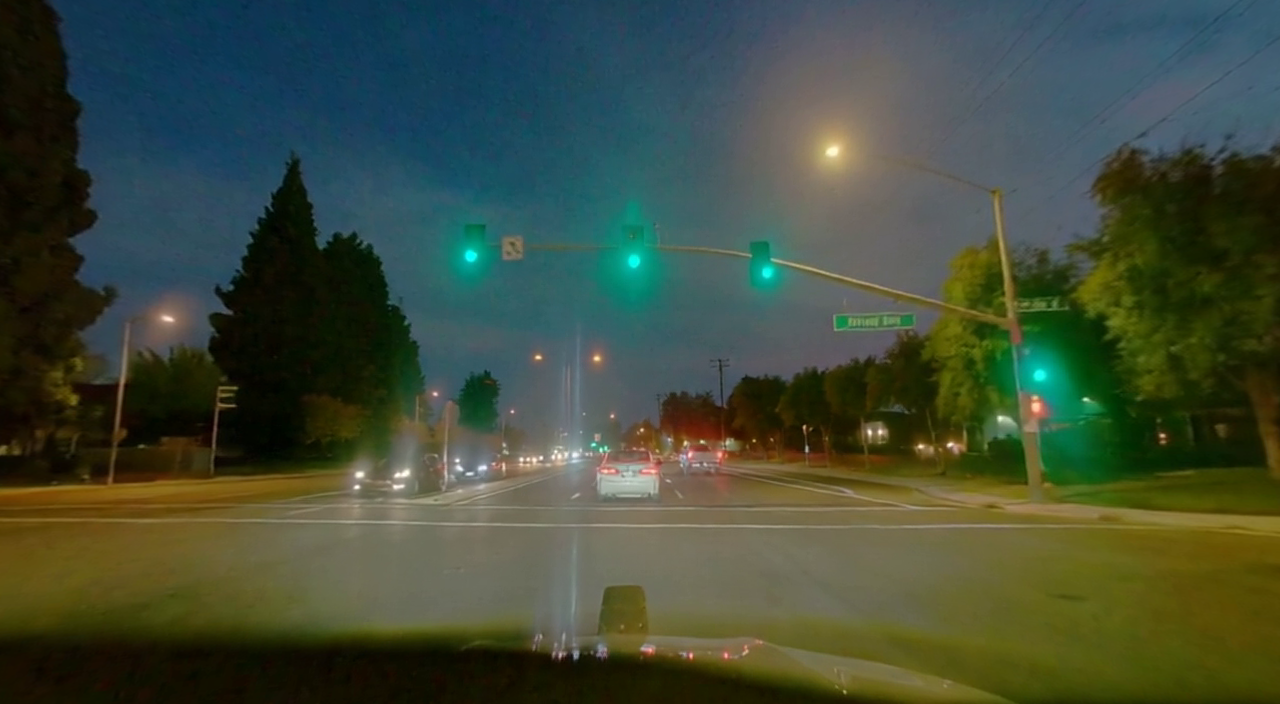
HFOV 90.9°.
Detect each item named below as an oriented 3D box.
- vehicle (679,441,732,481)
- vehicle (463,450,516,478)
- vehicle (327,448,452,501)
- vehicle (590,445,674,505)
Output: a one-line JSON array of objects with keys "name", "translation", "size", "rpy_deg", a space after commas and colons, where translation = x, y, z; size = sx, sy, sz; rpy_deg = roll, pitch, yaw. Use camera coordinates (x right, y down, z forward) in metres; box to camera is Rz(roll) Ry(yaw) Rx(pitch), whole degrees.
[{"name": "vehicle", "translation": [3.108, 5.239, 30.681], "size": [2.073, 1.822, 4.276], "rpy_deg": [0, -8, -1]}, {"name": "vehicle", "translation": [-8.763, 6.545, 37.184], "size": [2.035, 1.463, 4.527], "rpy_deg": [0, -8, 0]}, {"name": "vehicle", "translation": [-8.201, 4.019, 21.243], "size": [2.121, 1.513, 4.832], "rpy_deg": [-1, -9, 2]}, {"name": "vehicle", "translation": [-0.189, 3.444, 18.103], "size": [2.140, 1.474, 4.026], "rpy_deg": [0, -8, 0]}]
